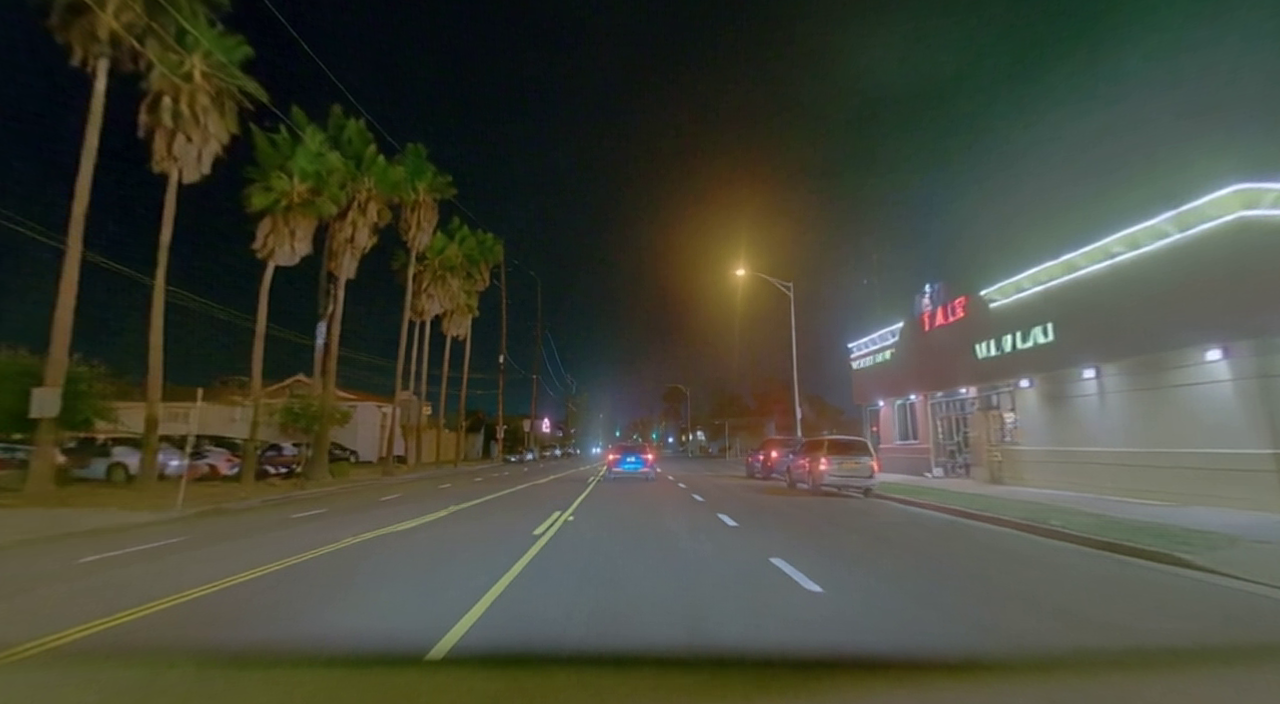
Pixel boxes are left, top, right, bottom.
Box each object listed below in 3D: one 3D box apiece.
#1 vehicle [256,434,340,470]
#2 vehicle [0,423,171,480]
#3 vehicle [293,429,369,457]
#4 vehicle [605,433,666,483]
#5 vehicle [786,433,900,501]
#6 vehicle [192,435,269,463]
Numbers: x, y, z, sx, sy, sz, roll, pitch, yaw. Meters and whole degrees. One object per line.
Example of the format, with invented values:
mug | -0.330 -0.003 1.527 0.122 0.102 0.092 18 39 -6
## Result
vehicle | -17.603 5.167 32.679 2.084 1.678 4.707 1 -9 -6
vehicle | -18.999 3.312 21.119 4.976 1.741 1.986 7 -11 -40
vehicle | -20.833 6.147 42.559 1.911 1.762 4.127 -7 -11 42
vehicle | -0.206 4.241 25.498 2.264 1.798 4.563 0 -8 -1
vehicle | 5.964 3.421 19.154 1.945 1.791 4.460 0 -9 0
vehicle | -22.928 5.454 35.464 1.829 1.492 4.487 1 -9 -8
